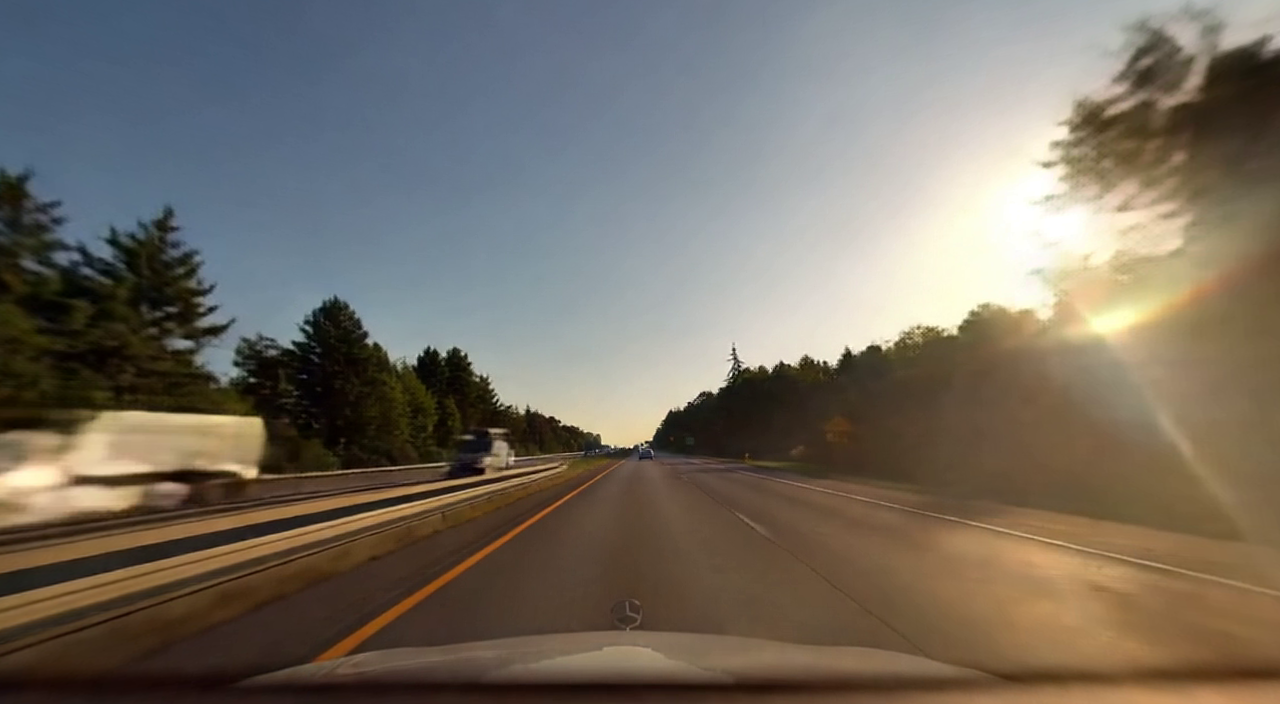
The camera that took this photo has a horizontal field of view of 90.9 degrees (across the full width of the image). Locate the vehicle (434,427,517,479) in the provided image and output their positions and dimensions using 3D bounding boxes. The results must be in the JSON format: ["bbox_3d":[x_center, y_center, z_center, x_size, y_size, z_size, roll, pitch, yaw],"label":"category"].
[{"bbox_3d":[-9.148,5.750,35.883,2.861,2.656,6.435,0,-9,1],"label":"vehicle"}]

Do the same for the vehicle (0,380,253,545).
[{"bbox_3d":[-12.660,2.540,15.014,2.459,3.018,6.687,0,-9,1],"label":"vehicle"}]
